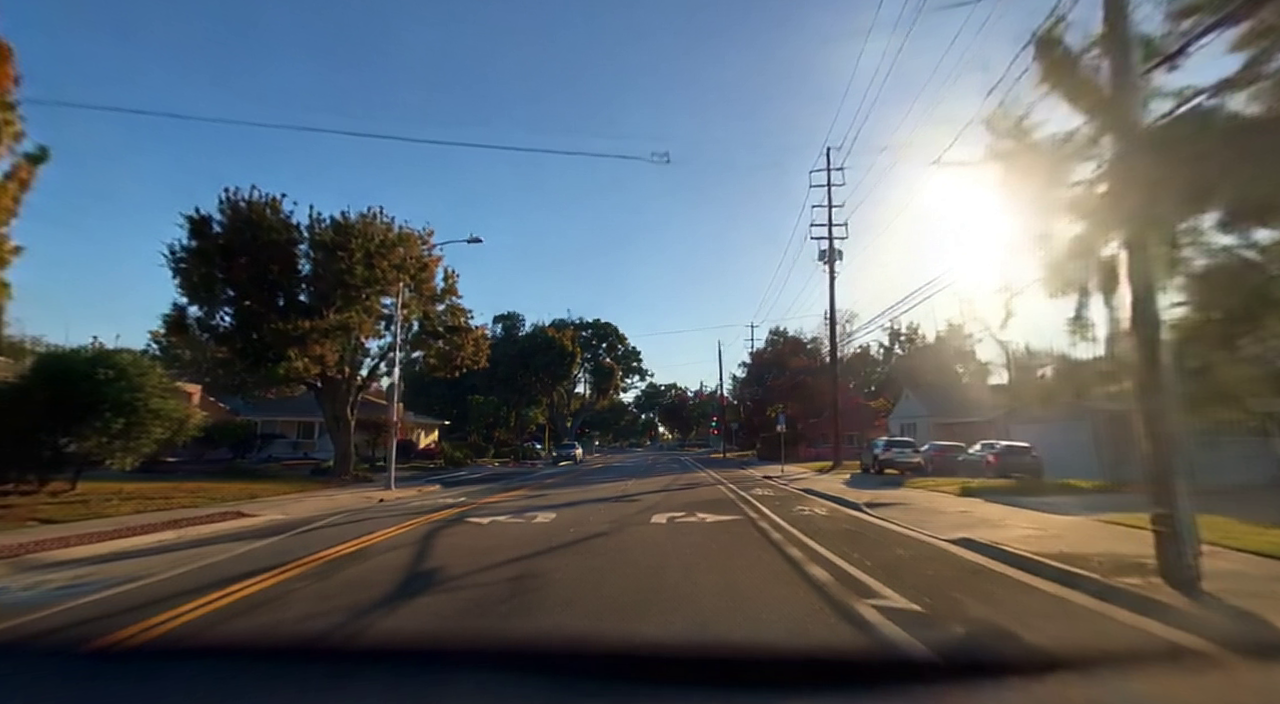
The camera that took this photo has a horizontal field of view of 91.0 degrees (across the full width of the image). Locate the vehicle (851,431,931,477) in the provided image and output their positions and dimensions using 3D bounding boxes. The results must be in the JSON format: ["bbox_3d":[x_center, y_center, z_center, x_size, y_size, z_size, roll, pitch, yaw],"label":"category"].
[{"bbox_3d":[11.529,4.712,29.280,1.912,1.953,4.651,0,-9,2],"label":"vehicle"}]

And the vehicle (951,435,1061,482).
[{"bbox_3d":[14.677,4.280,25.573,1.935,1.683,4.669,0,-9,4],"label":"vehicle"}]
